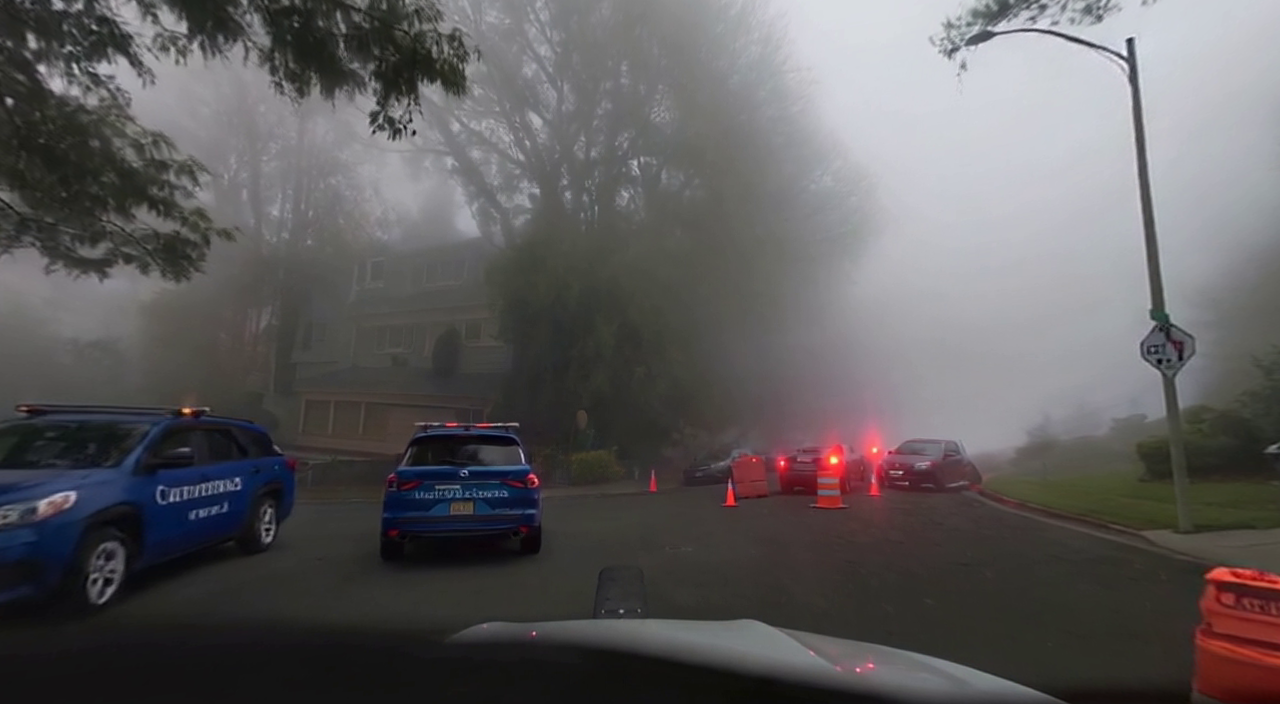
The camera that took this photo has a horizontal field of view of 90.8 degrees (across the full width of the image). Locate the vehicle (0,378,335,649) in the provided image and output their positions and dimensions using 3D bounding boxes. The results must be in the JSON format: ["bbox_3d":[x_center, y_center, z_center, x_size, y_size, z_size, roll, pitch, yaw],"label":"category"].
[{"bbox_3d":[-5.645,1.483,6.882,2.471,1.892,4.952,1,-9,-5],"label":"vehicle"}]

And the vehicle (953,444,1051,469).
[{"bbox_3d":[23.237,6.729,40.737,5.066,1.534,1.905,-2,-9,10],"label":"vehicle"}]

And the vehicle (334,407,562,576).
[{"bbox_3d":[-2.664,1.794,8.941,2.350,1.748,4.094,3,-9,-17],"label":"vehicle"}]

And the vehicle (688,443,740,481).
[{"bbox_3d":[3.839,5.515,32.040,2.014,1.742,4.297,-2,-9,14],"label":"vehicle"}]

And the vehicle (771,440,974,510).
[{"bbox_3d":[6.112,3.173,16.780,4.656,1.577,2.099,1,-8,-17],"label":"vehicle"}]
